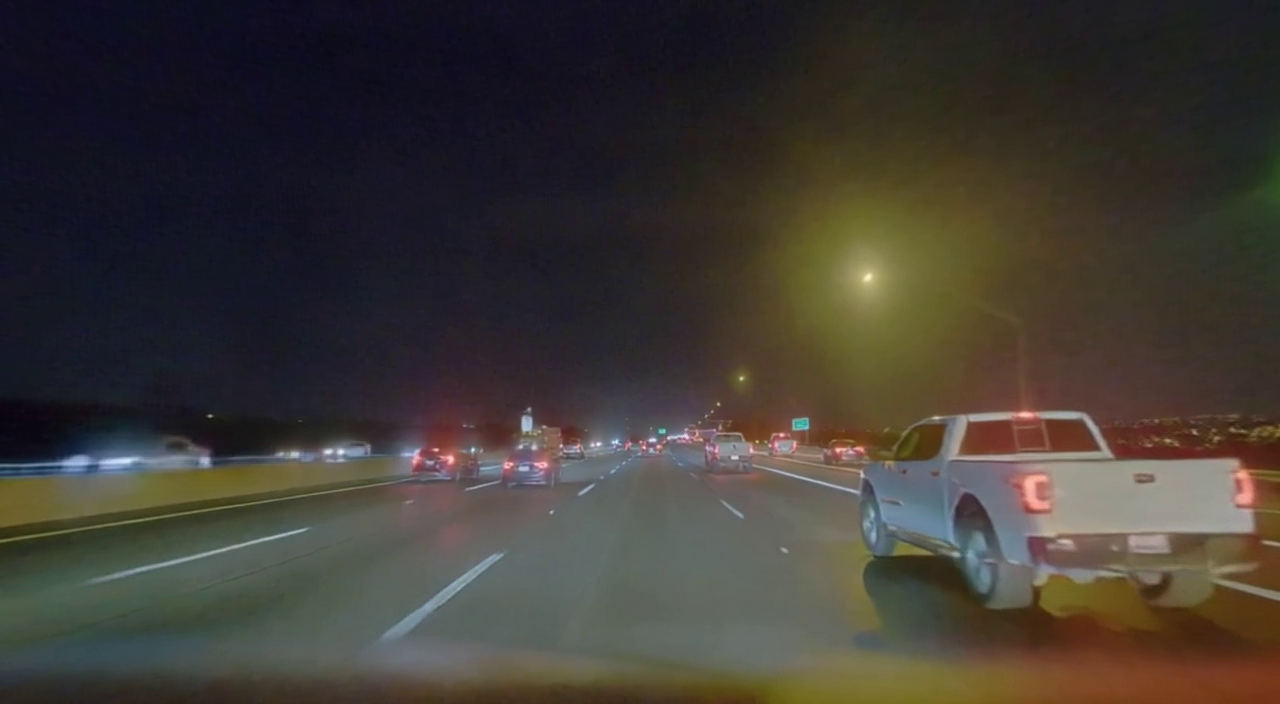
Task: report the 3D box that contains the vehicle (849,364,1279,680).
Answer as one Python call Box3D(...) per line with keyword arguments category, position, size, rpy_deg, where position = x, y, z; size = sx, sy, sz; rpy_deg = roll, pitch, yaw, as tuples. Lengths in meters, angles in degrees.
Box3D(category="vehicle", position=(3.652, 1.273, 5.731), size=(2.045, 1.768, 4.249), rpy_deg=(0, -9, 0))

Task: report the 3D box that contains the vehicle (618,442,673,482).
Box3D(category="vehicle", position=(0.244, 4.437, 25.713), size=(2.071, 1.478, 4.130), rpy_deg=(0, -9, 1))

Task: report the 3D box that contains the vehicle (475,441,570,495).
Box3D(category="vehicle", position=(-3.551, 3.588, 19.869), size=(1.996, 1.488, 4.451), rpy_deg=(0, -9, 2))

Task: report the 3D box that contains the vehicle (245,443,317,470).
Box3D(category="vehicle", position=(-23.150, 6.767, 40.798), size=(1.930, 1.620, 4.399), rpy_deg=(-1, -9, 3))

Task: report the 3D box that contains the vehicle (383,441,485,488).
Box3D(category="vehicle", position=(-7.348, 4.069, 23.022), size=(2.065, 1.519, 4.491), rpy_deg=(0, -9, 2))

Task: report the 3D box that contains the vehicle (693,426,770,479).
Box3D(category="vehicle", position=(4.035, 4.626, 29.155), size=(2.802, 2.151, 6.579), rpy_deg=(0, -9, 2))
